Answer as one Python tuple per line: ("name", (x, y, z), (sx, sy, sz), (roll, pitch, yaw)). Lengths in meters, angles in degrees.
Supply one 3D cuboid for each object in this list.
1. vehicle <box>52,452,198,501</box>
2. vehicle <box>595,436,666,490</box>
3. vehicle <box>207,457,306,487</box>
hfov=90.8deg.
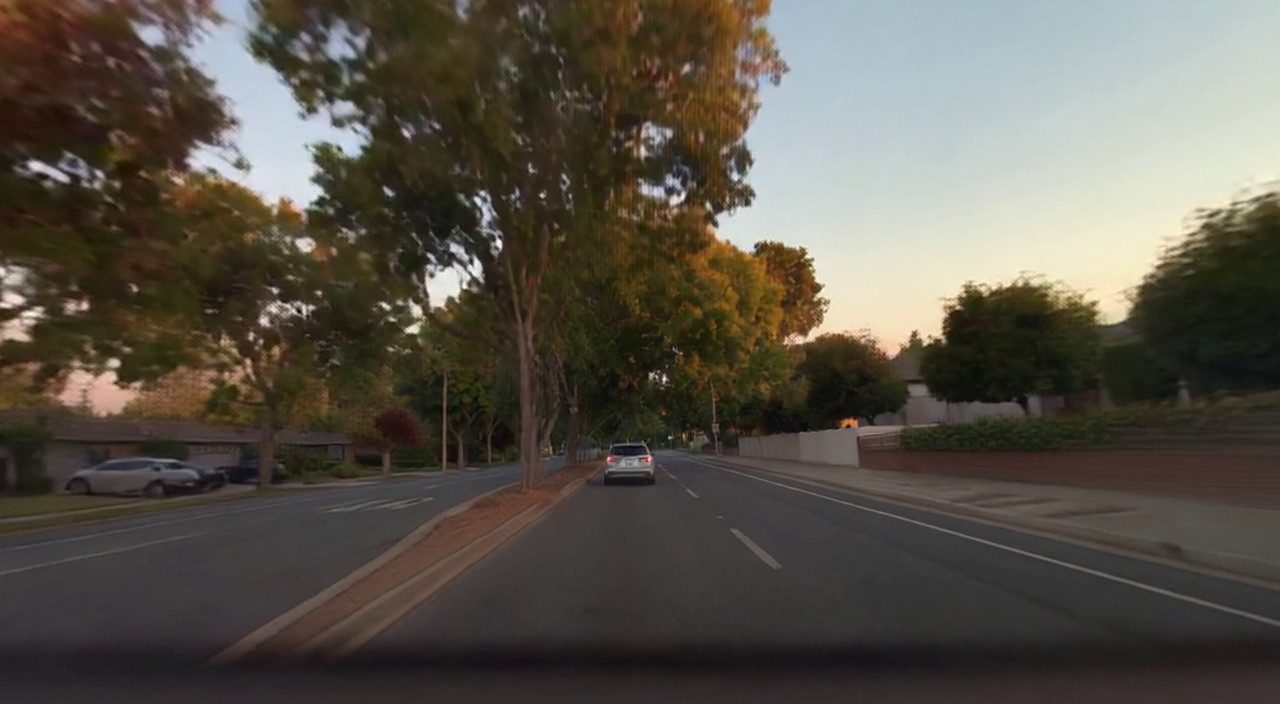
("vehicle", (-21.633, 5.222, 26.669), (4.470, 1.917, 1.932), (-1, -9, 3))
("vehicle", (-0.279, 3.738, 21.629), (2.181, 1.639, 4.127), (0, -9, 0))
("vehicle", (-21.655, 6.779, 35.795), (4.366, 1.526, 1.921), (0, -9, 0))
